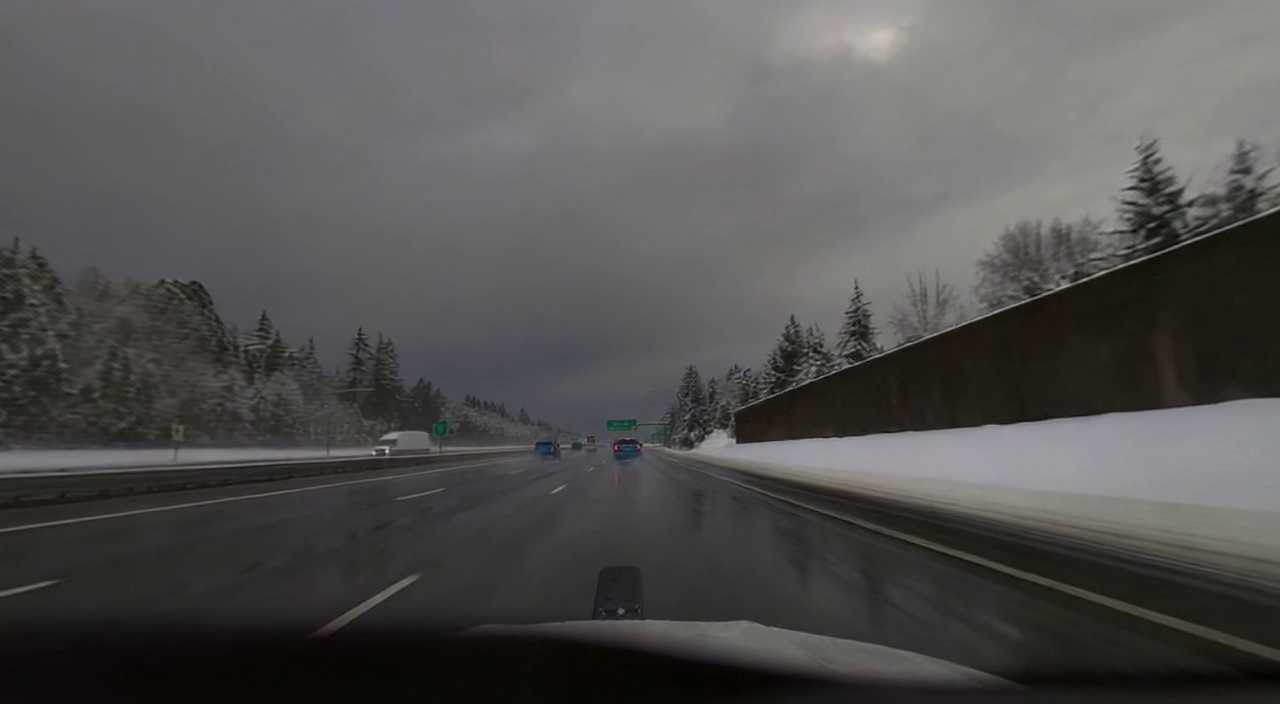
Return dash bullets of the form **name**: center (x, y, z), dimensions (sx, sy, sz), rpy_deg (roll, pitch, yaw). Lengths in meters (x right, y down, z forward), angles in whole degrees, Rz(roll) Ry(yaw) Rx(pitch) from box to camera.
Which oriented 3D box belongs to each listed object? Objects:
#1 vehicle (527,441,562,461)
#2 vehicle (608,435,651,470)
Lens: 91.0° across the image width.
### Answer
- **vehicle**: center (-7.470, 7.837, 49.876), dimensions (2.019, 1.523, 4.396), rpy_deg (0, -8, 1)
- **vehicle**: center (-0.526, 5.412, 34.065), dimensions (2.141, 1.706, 4.065), rpy_deg (0, -8, 0)
